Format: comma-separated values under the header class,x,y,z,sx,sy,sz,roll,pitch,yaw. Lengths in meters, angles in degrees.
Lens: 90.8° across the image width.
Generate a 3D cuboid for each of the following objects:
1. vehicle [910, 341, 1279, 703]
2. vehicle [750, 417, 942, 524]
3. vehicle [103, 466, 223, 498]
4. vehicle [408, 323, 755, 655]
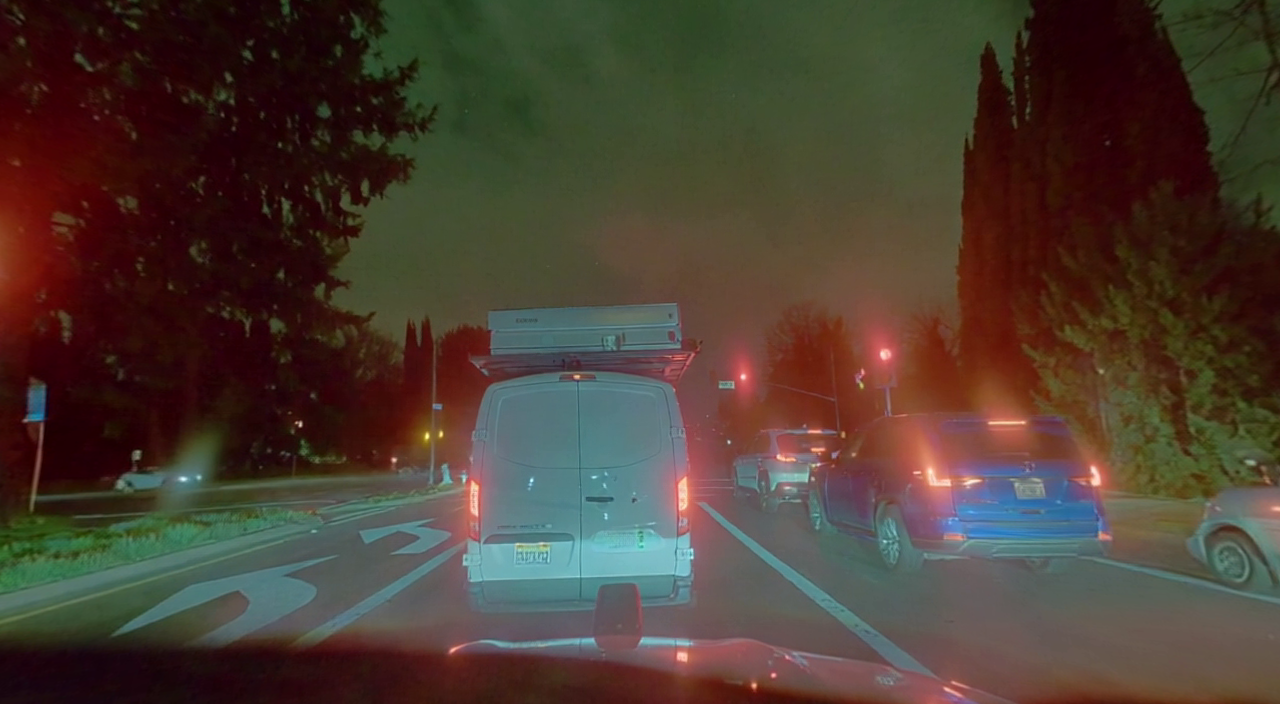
class,x,y,z,sx,sy,sz,roll,pitch,yaw
vehicle,3.443,0.940,3.400,1.965,1.671,4.146,0,-9,-3
vehicle,3.678,2.214,12.273,2.024,1.692,4.252,1,-9,-4
vehicle,-22.461,6.114,29.918,4.135,1.321,1.687,2,-9,-16
vehicle,-0.371,1.159,6.186,2.145,2.089,4.309,0,-9,0
